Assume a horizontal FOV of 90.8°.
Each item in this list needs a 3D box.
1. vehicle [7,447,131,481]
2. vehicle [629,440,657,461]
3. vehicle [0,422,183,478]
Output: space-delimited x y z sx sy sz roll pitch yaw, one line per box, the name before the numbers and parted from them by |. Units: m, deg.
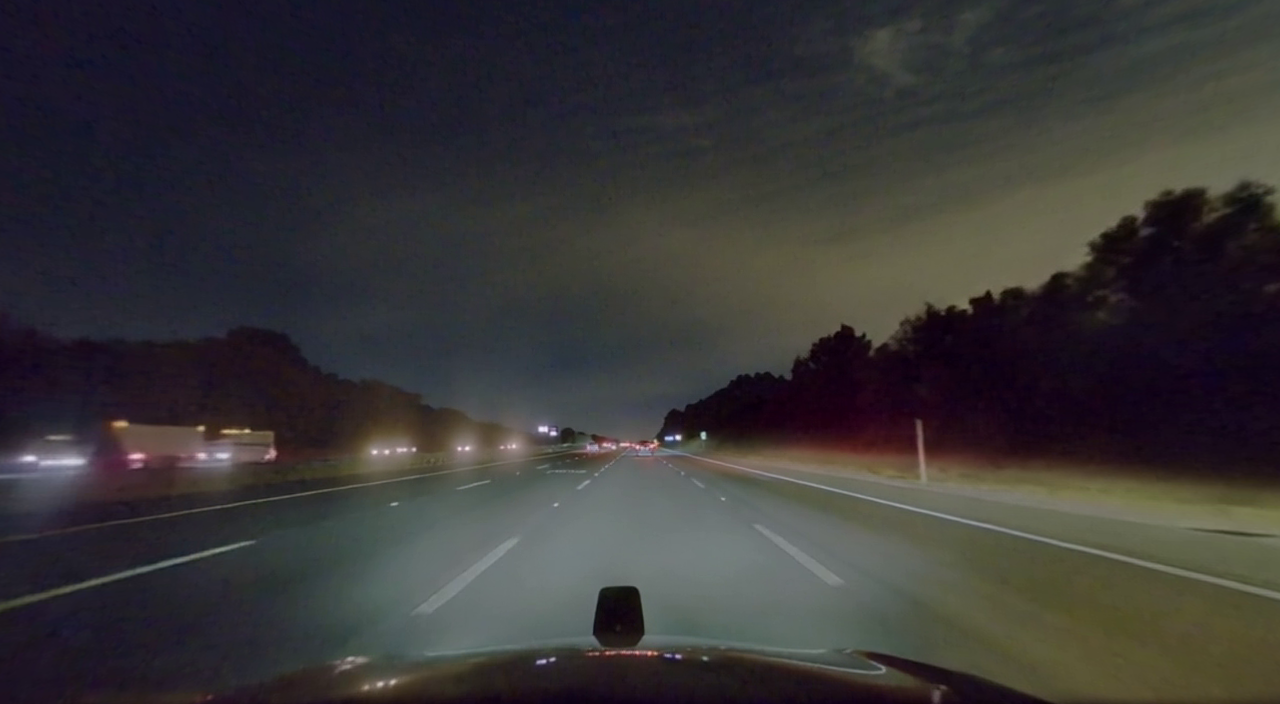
vehicle | -28.167 5.509 31.395 1.907 1.472 4.580 0 -8 0
vehicle | 0.168 7.531 48.544 2.021 1.528 4.154 0 -8 -1
vehicle | -36.391 6.517 42.168 2.787 3.117 12.210 0 -9 -1
